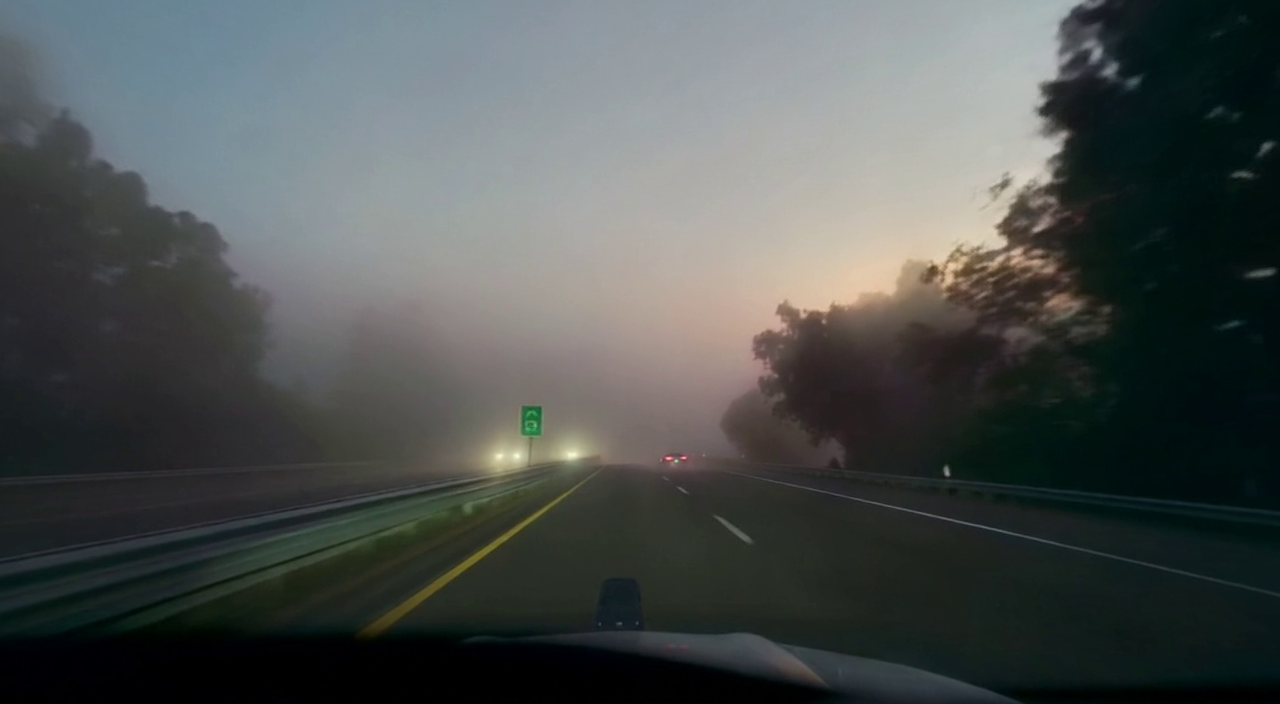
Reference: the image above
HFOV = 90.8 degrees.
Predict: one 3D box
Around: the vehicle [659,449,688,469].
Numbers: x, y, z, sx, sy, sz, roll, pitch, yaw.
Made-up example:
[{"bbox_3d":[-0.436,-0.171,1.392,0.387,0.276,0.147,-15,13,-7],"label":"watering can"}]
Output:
[{"bbox_3d":[2.589,8.357,49.393,1.870,1.486,3.858,0,-9,-3],"label":"vehicle"}]
